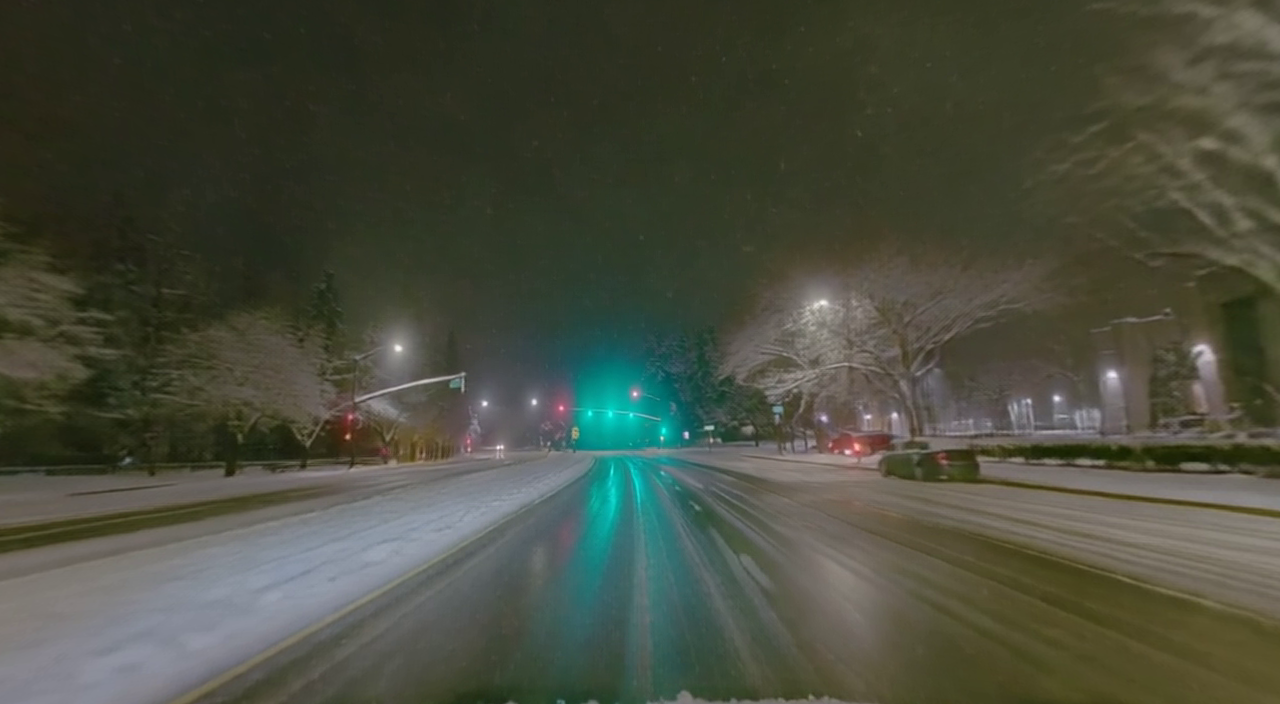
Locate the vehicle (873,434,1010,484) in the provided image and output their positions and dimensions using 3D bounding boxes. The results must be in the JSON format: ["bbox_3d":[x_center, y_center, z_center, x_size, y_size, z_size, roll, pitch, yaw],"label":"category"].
[{"bbox_3d":[10.510,3.759,22.548,2.034,1.551,5.228,1,-8,-4],"label":"vehicle"}]

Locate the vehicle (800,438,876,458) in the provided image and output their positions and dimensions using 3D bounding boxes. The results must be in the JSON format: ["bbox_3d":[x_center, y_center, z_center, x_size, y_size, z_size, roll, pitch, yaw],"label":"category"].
[{"bbox_3d":[14.745,7.160,47.116,4.982,1.441,1.951,0,-8,-3],"label":"vehicle"}]
